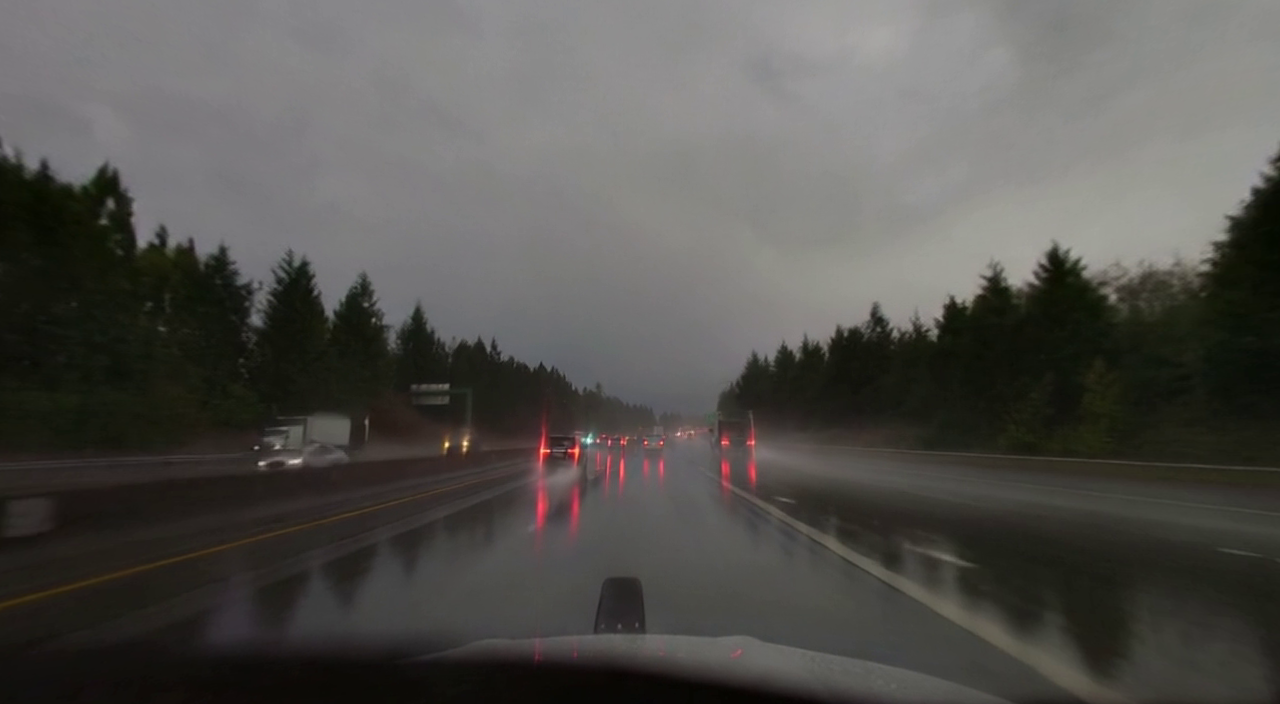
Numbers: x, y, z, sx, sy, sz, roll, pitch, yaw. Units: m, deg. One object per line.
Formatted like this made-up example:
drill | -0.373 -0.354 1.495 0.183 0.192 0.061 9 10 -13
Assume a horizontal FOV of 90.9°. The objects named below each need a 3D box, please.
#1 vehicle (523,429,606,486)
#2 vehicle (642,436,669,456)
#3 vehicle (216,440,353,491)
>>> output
vehicle | -2.256 3.291 20.102 2.137 1.618 4.209 0 -8 0
vehicle | 1.139 7.067 47.539 2.004 1.465 3.842 0 -8 1
vehicle | -11.568 3.680 20.959 1.881 1.449 4.521 0 -8 1
